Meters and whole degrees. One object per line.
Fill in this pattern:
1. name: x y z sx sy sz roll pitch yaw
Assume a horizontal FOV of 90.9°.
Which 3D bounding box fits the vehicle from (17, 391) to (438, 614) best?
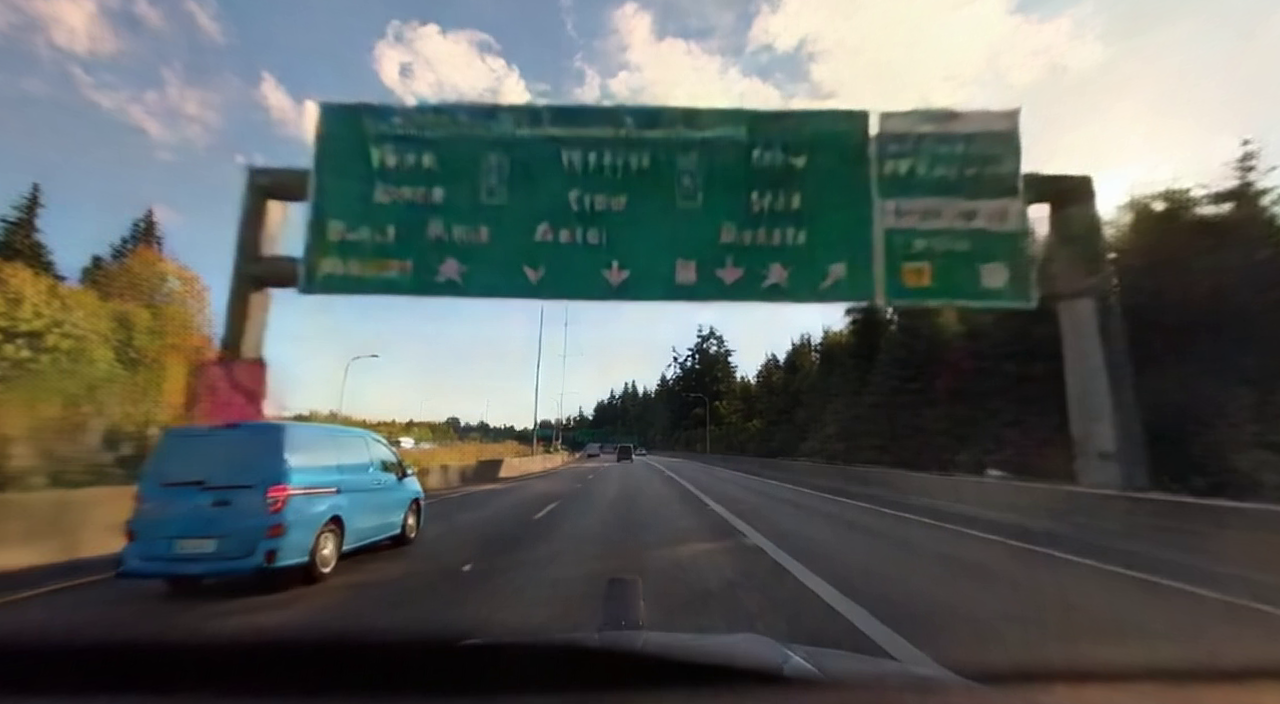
1. vehicle: -4.065 1.554 7.385 1.971 1.795 4.389 0 -9 -1
